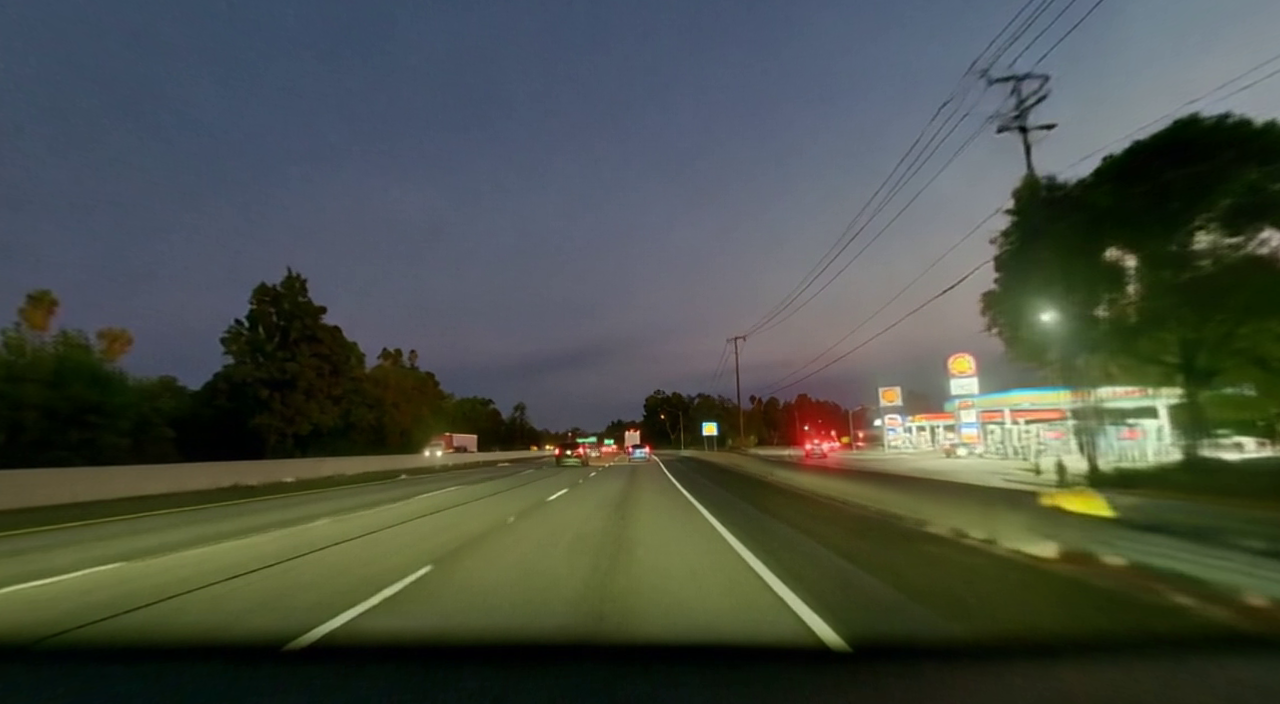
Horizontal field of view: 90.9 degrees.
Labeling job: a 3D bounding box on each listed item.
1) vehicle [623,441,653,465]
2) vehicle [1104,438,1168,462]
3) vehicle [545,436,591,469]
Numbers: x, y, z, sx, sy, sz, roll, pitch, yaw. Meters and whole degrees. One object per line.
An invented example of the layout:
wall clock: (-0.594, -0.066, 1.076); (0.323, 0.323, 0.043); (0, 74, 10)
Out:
vehicle: (-0.168, 7.029, 44.012); (1.982, 1.524, 3.800); (0, -8, -2)
vehicle: (34.537, 6.837, 43.860); (4.744, 1.460, 2.103); (7, -15, -36)
vehicle: (-4.365, 6.201, 39.057); (2.273, 1.884, 4.515); (0, -8, 0)
